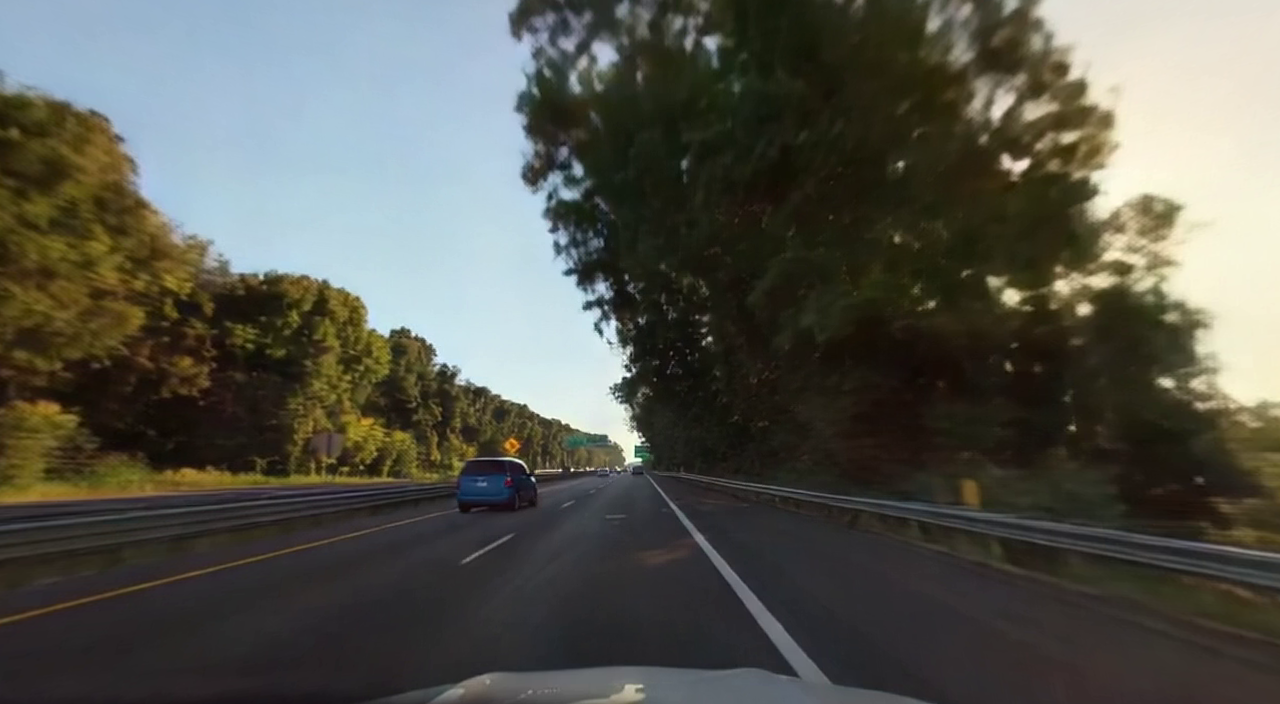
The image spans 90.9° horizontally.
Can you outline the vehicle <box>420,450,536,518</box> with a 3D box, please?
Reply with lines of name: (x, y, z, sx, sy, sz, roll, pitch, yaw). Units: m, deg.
vehicle: (-4.321, 3.632, 17.623, 2.042, 1.629, 4.276, 1, -10, 1)
